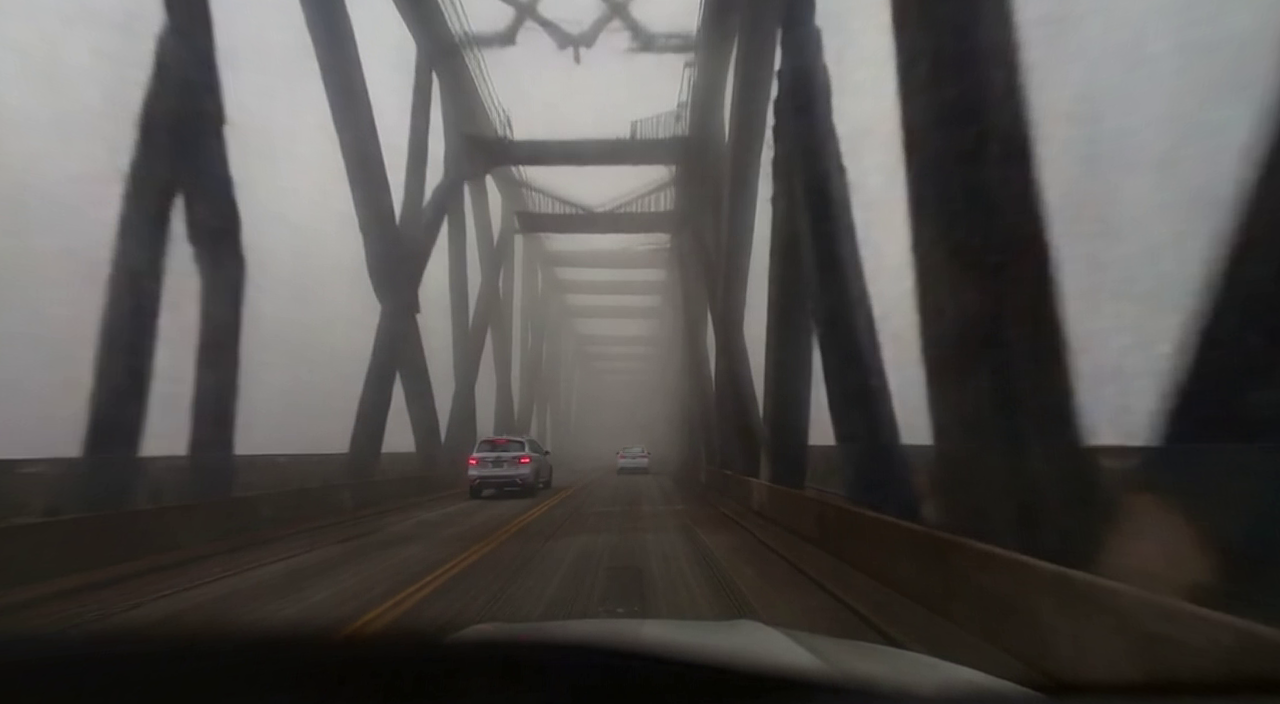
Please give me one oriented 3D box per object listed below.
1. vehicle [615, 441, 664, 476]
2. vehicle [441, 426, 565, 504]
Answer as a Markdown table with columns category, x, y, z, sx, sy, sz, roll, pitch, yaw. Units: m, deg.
| category | x | y | z | sx | sy | sz | roll | pitch | yaw |
| --- | --- | --- | --- | --- | --- | --- | --- | --- | --- |
| vehicle | -0.041 | 4.797 | 28.642 | 2.048 | 1.450 | 3.973 | 0 | -8 | -1 |
| vehicle | -3.495 | 2.993 | 17.203 | 2.190 | 1.807 | 4.741 | 0 | -9 | 1 |
